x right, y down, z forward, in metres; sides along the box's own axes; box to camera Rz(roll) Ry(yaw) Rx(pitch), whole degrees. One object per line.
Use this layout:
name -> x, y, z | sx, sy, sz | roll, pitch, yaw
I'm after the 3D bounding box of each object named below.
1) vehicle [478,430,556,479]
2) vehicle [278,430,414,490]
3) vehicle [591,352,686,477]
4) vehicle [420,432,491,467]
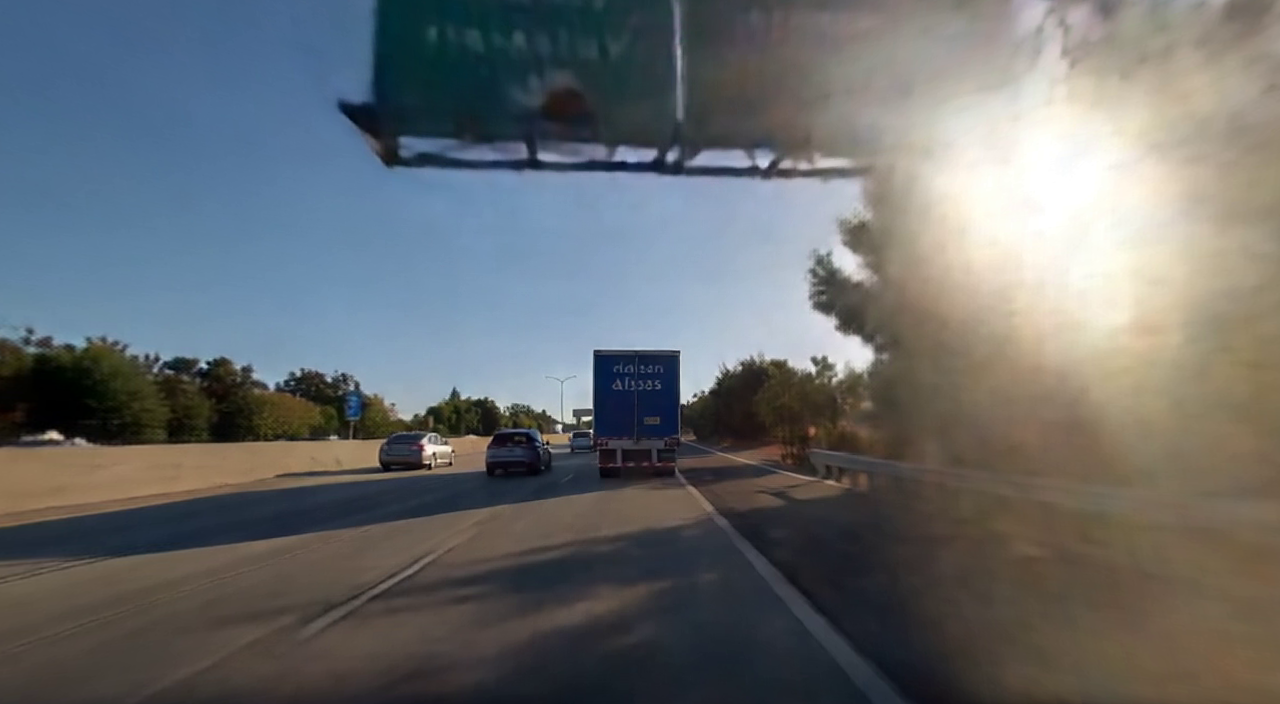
vehicle -> -4.068, 3.434, 21.410 | 1.933, 1.492, 3.838 | 0, -8, 0
vehicle -> -8.123, 2.989, 17.832 | 1.943, 1.500, 4.011 | 0, -8, -1
vehicle -> -0.188, 2.754, 26.166 | 3.118, 4.106, 10.719 | 0, -8, -2
vehicle -> -8.551, 4.552, 29.599 | 1.976, 1.510, 4.604 | 0, -8, -1
